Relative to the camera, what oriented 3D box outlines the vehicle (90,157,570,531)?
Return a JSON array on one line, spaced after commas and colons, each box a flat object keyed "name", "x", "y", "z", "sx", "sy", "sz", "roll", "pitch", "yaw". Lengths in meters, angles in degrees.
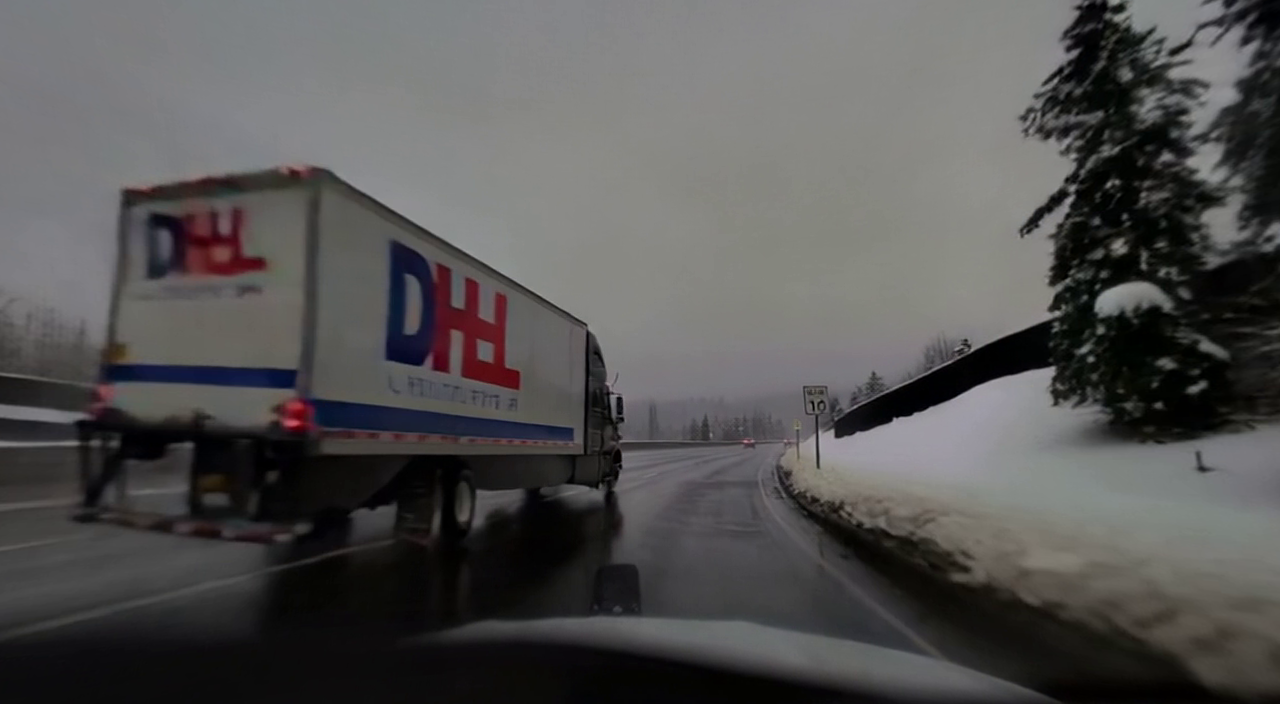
[{"name": "vehicle", "x": -4.071, "y": 0.390, "z": 11.415, "sx": 2.796, "sy": 4.184, "sz": 8.554, "roll": 0, "pitch": -7, "yaw": 13}]
